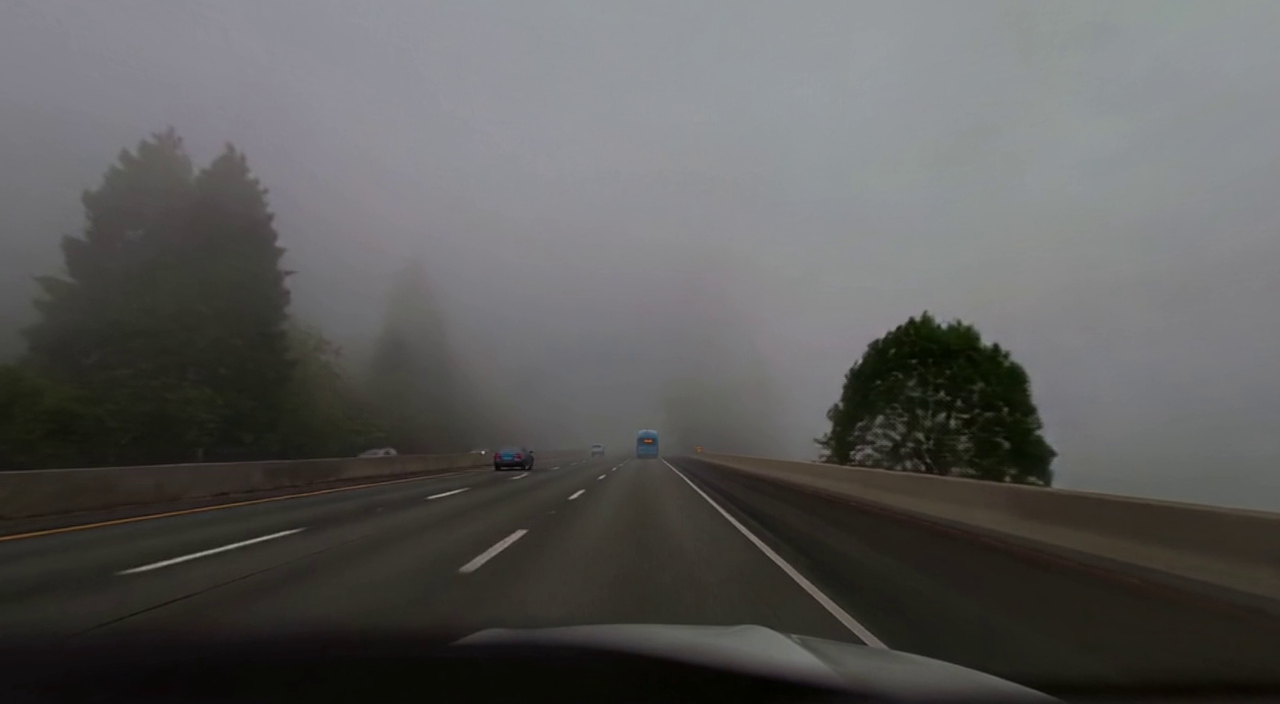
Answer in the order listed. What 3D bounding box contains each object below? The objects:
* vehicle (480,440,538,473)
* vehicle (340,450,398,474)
[{"bbox_3d":[-7.073,5.682,34.507,2.080,1.674,4.660,0,-8,1],"label":"vehicle"},{"bbox_3d":[-17.622,7.141,41.252,1.785,1.448,4.517,0,-8,1],"label":"vehicle"}]
